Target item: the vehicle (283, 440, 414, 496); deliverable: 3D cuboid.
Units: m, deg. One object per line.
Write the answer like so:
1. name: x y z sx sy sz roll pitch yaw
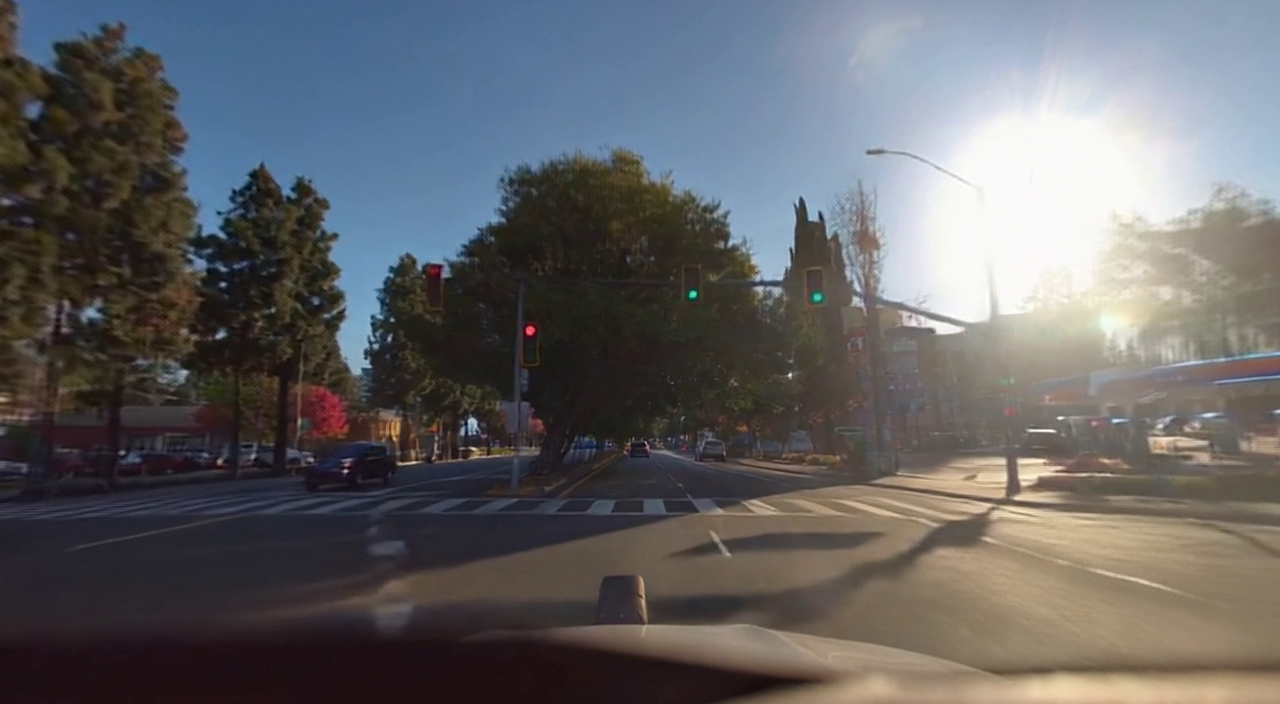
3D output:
1. vehicle: -9.150 3.673 20.370 2.029 1.452 4.598 -3 -9 1

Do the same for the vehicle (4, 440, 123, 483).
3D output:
1. vehicle: -37.099 7.023 40.727 5.831 2.624 2.189 -1 -9 8

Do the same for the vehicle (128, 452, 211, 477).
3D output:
1. vehicle: -36.132 8.645 48.566 4.876 1.829 2.094 -1 -8 7

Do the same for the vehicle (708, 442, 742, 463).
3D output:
1. vehicle: 6.624 7.878 49.660 1.990 1.508 4.426 0 -8 -2
